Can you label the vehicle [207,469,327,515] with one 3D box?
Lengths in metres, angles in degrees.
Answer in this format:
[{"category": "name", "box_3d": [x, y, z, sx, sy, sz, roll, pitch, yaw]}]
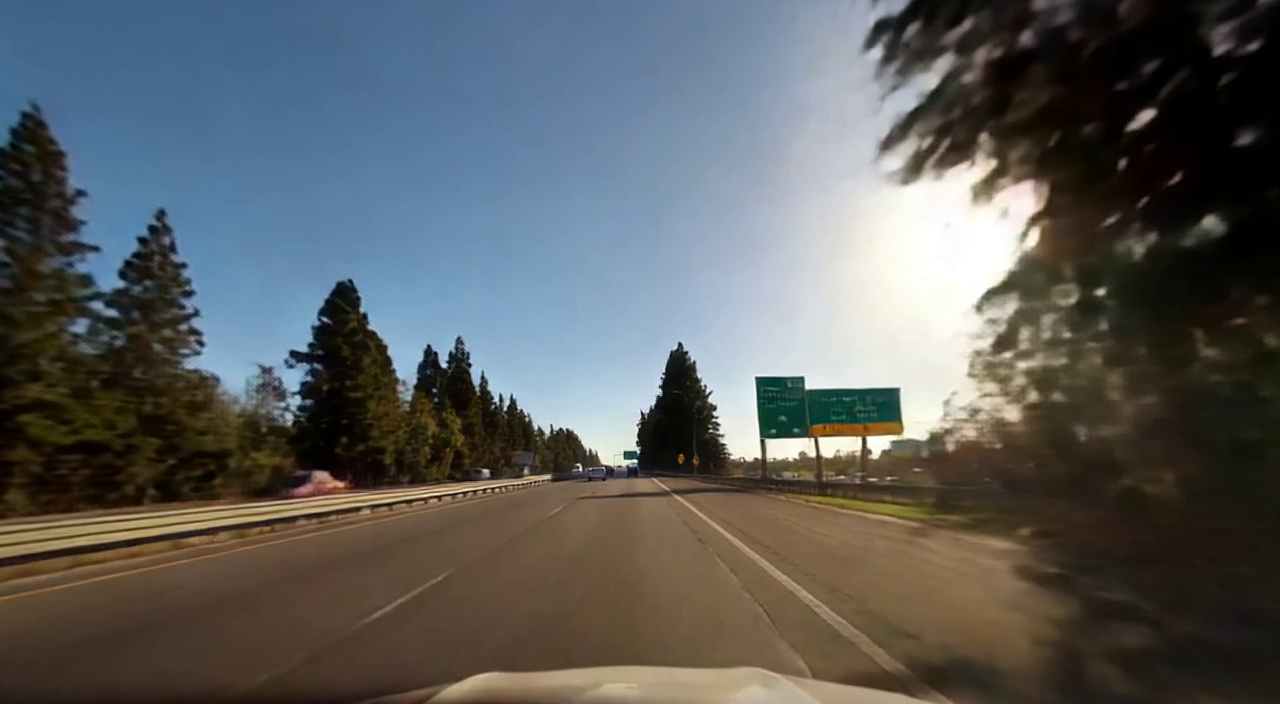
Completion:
[{"category": "vehicle", "box_3d": [-13.010, 4.874, 22.286, 1.780, 1.441, 4.041, 1, -11, -1]}]
